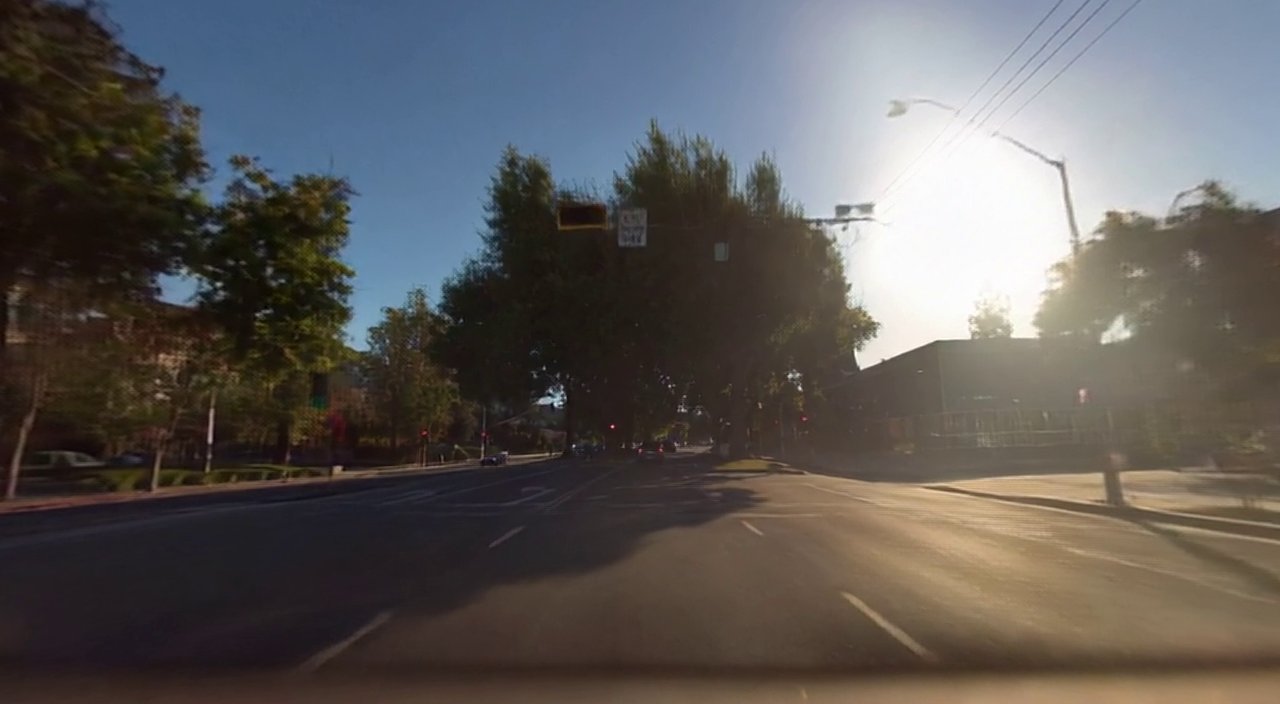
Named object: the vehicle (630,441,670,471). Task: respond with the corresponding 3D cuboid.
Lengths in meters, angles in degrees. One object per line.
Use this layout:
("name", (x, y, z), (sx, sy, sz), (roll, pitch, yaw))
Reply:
("vehicle", (0.607, 5.861, 35.676), (2.037, 1.568, 3.693), (-1, -9, 4))
